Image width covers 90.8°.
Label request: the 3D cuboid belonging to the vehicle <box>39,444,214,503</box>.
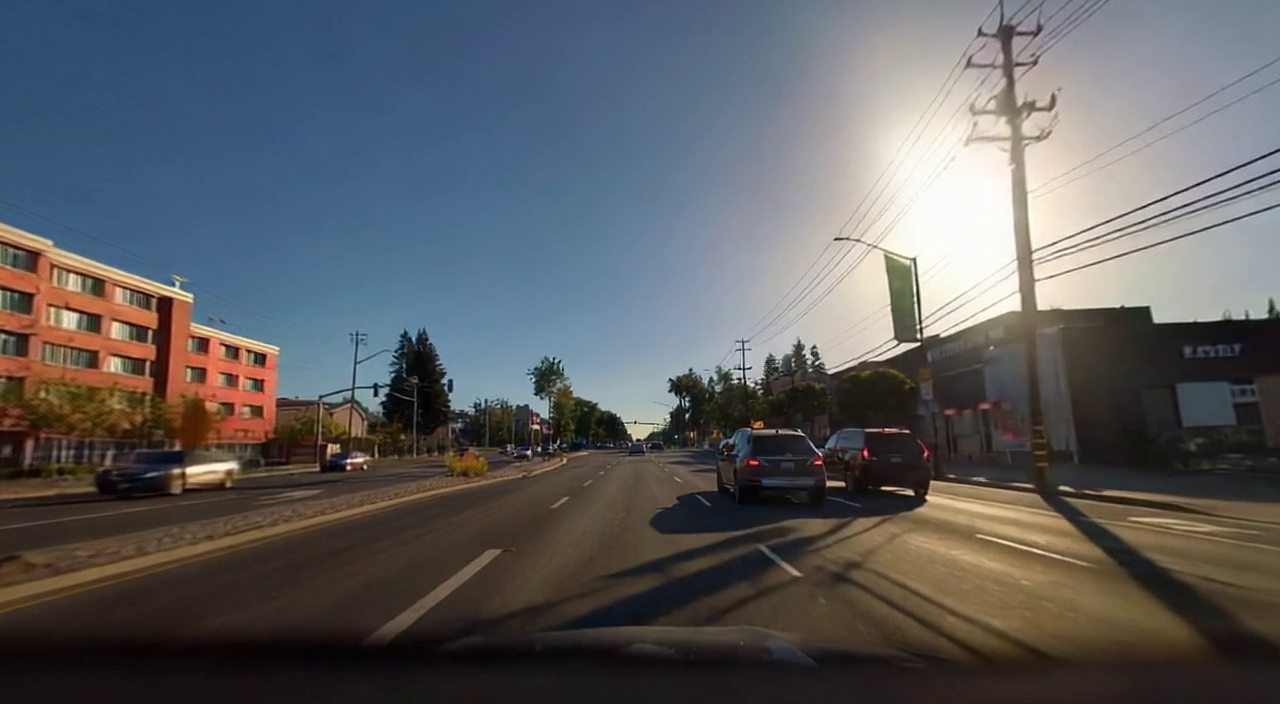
[{"bbox_3d":[-16.340,3.833,20.484,1.933,1.677,4.400,0,-8,0],"label":"vehicle"}]

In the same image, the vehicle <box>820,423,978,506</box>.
[{"bbox_3d":[6.097,2.699,15.539,1.998,1.724,4.260,0,-8,-1],"label":"vehicle"}]

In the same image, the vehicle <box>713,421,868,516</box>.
[{"bbox_3d":[2.964,2.409,13.522,2.128,1.699,4.222,0,-8,-2],"label":"vehicle"}]
